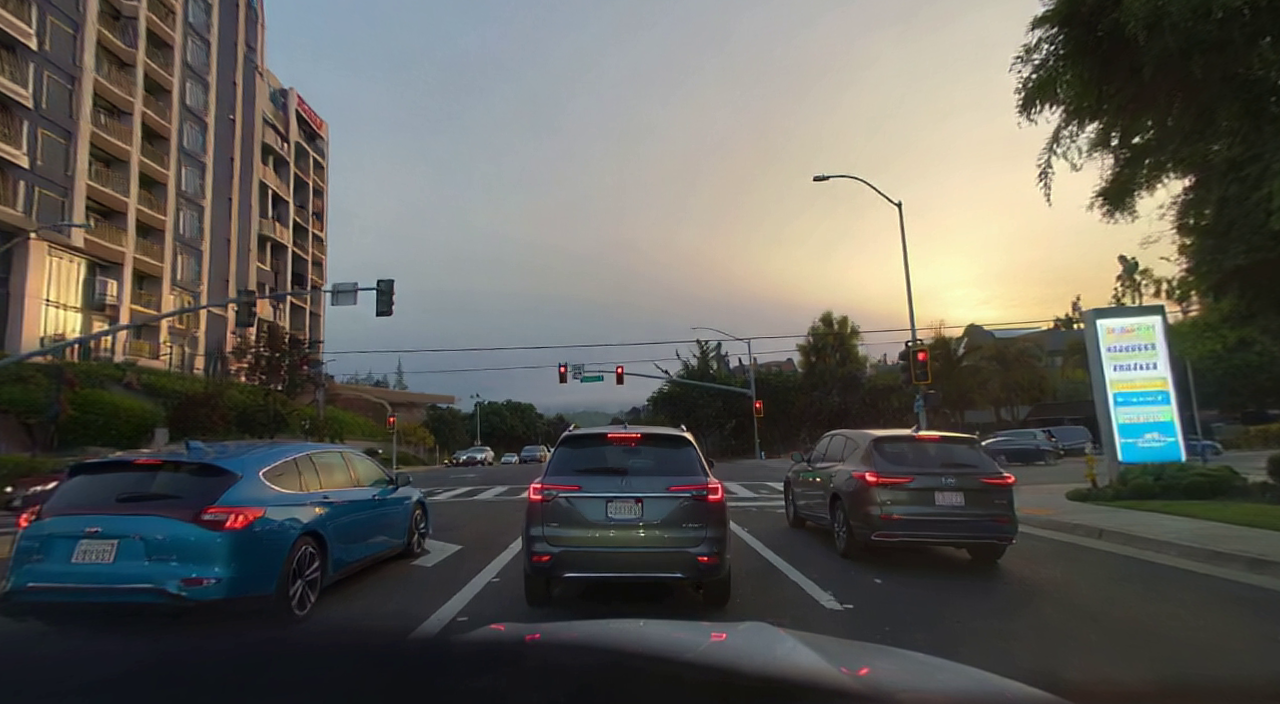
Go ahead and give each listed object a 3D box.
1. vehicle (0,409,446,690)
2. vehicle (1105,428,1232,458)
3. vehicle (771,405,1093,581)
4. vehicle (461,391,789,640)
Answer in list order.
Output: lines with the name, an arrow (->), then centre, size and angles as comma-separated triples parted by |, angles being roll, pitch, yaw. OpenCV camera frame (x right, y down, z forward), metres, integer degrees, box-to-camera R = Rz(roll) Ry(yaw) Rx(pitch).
vehicle -> -3.545, 1.423, 5.823 | 1.906, 1.524, 4.547 | 0, -8, 2
vehicle -> 26.612, 4.619, 31.839 | 4.723, 1.460, 1.904 | 0, -8, -2
vehicle -> 3.219, 1.662, 8.258 | 2.004, 1.646, 4.554 | 0, -8, 0
vehicle -> -0.111, 1.414, 6.442 | 2.195, 1.662, 4.262 | 0, -8, 0
